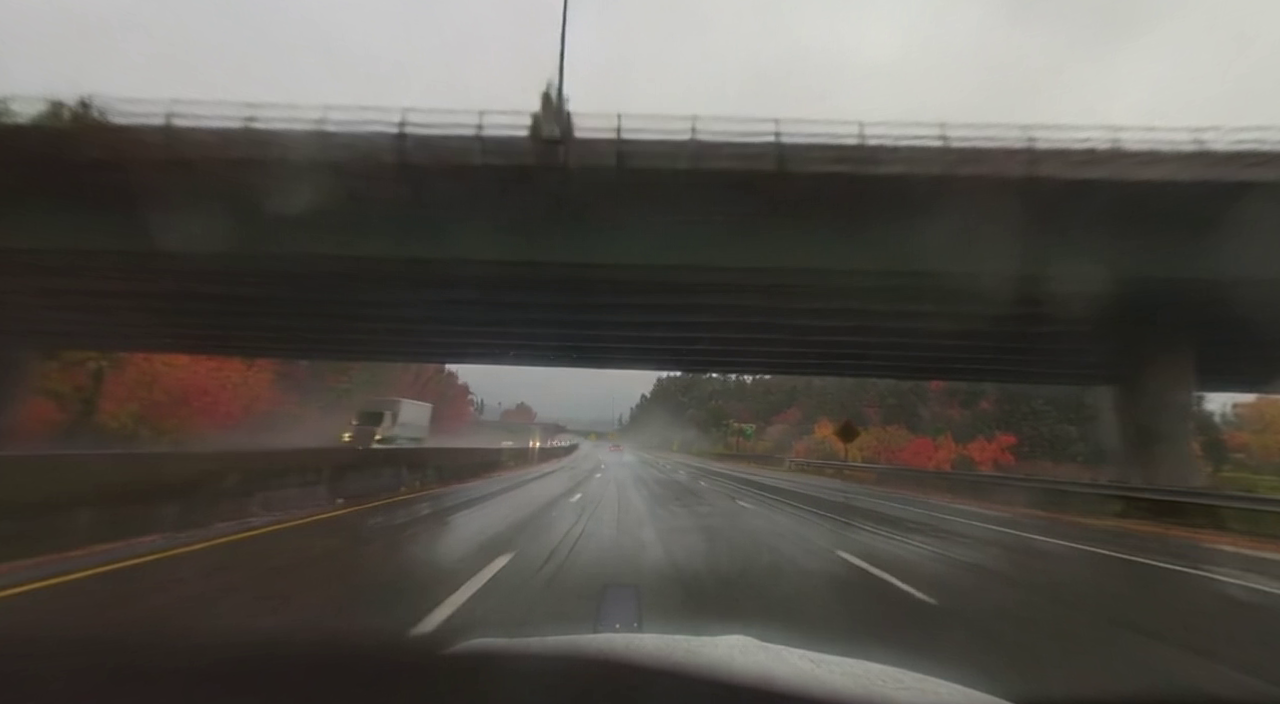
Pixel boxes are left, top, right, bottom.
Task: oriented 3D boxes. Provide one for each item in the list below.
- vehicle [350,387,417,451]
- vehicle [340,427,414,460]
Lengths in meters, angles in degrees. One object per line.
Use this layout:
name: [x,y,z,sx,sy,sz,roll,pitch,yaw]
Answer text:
vehicle: [-17.506,4.683,43.041,2.975,3.969,3.953,-3,-10,-2]
vehicle: [-13.075,4.624,31.445,1.932,1.533,4.143,0,-9,-1]
